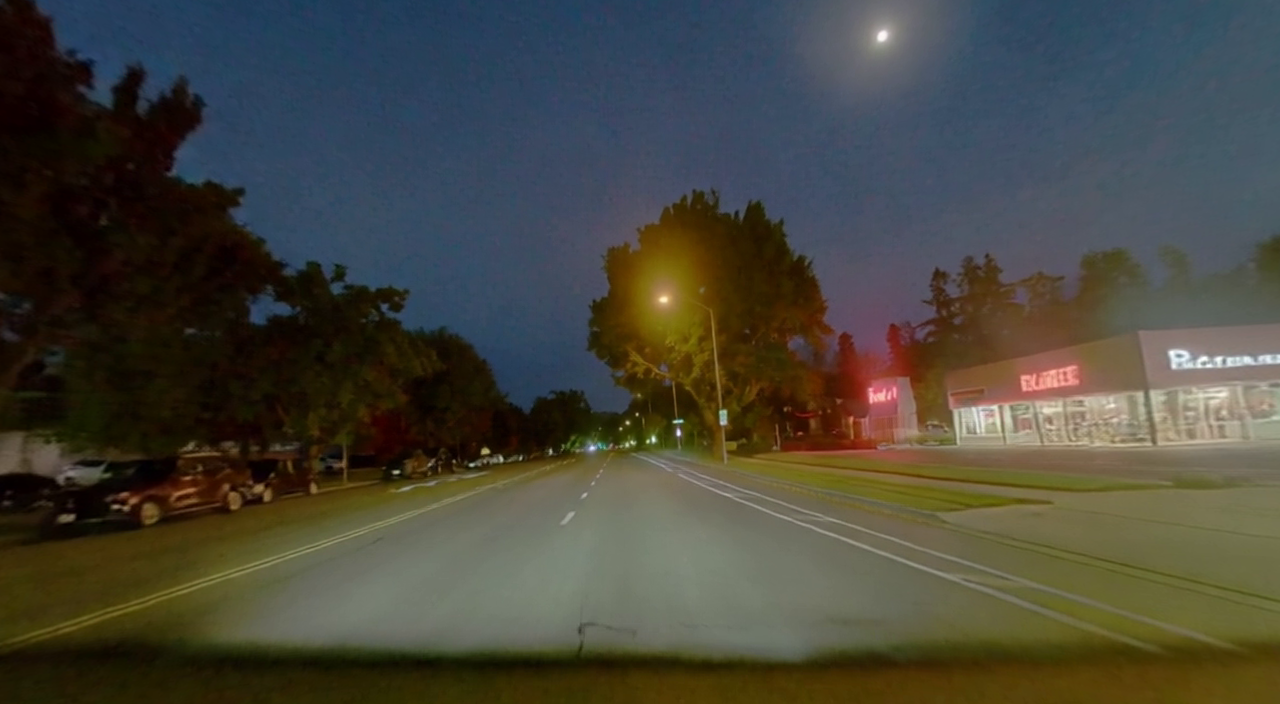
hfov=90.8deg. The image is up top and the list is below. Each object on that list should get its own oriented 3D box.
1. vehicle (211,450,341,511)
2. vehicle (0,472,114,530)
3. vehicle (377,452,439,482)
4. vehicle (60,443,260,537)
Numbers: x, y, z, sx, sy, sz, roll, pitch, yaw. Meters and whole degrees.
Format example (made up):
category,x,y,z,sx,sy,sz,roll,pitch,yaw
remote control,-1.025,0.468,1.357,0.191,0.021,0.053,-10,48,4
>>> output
category,x,y,z,sx,sy,sz,roll,pitch,yaw
vehicle,-12.396,4.336,21.896,2.076,1.681,4.423,-4,-9,-3
vehicle,-18.281,4.356,18.820,1.963,1.383,3.903,2,-9,-4
vehicle,-12.821,6.363,35.196,1.958,1.457,4.254,0,-8,-3
vehicle,-12.187,3.437,16.502,2.015,1.884,4.488,-6,-8,-5
